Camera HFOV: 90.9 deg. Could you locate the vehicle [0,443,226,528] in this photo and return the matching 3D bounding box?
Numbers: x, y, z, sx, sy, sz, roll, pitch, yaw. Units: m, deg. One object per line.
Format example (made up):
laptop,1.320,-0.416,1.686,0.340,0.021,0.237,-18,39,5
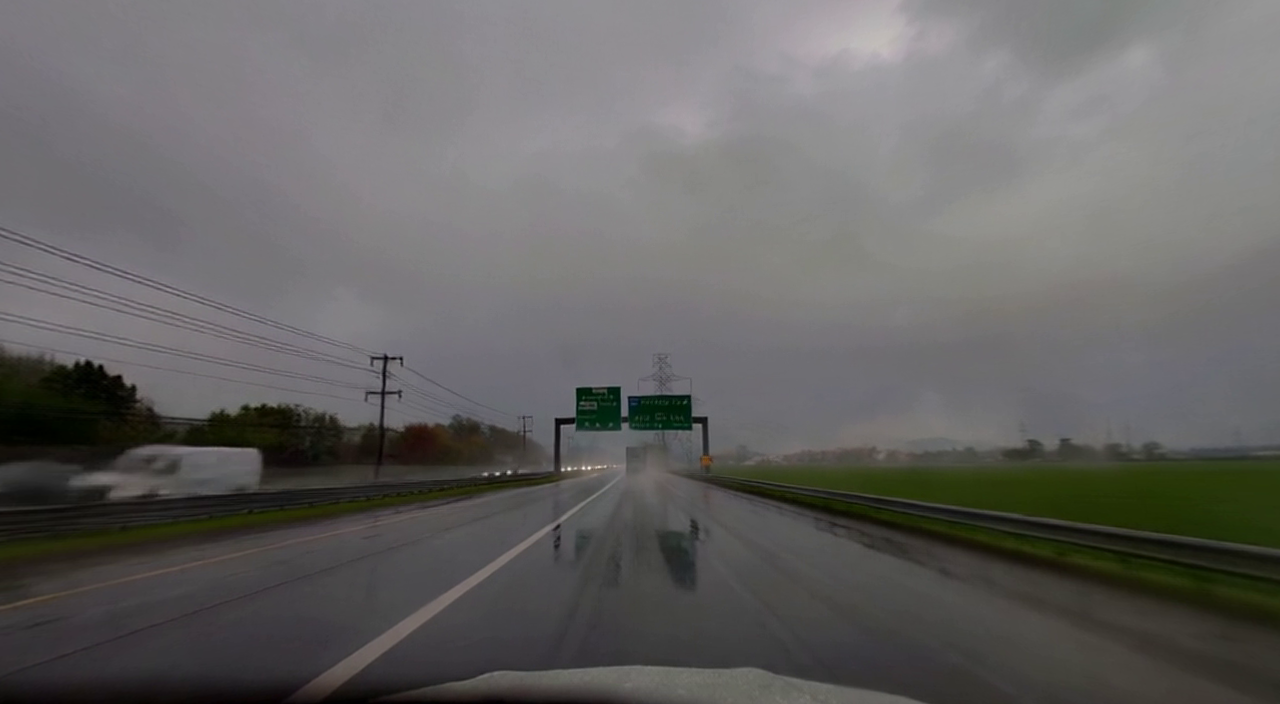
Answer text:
vehicle,-12.270,3.048,14.734,2.033,1.649,4.579,1,-10,0
